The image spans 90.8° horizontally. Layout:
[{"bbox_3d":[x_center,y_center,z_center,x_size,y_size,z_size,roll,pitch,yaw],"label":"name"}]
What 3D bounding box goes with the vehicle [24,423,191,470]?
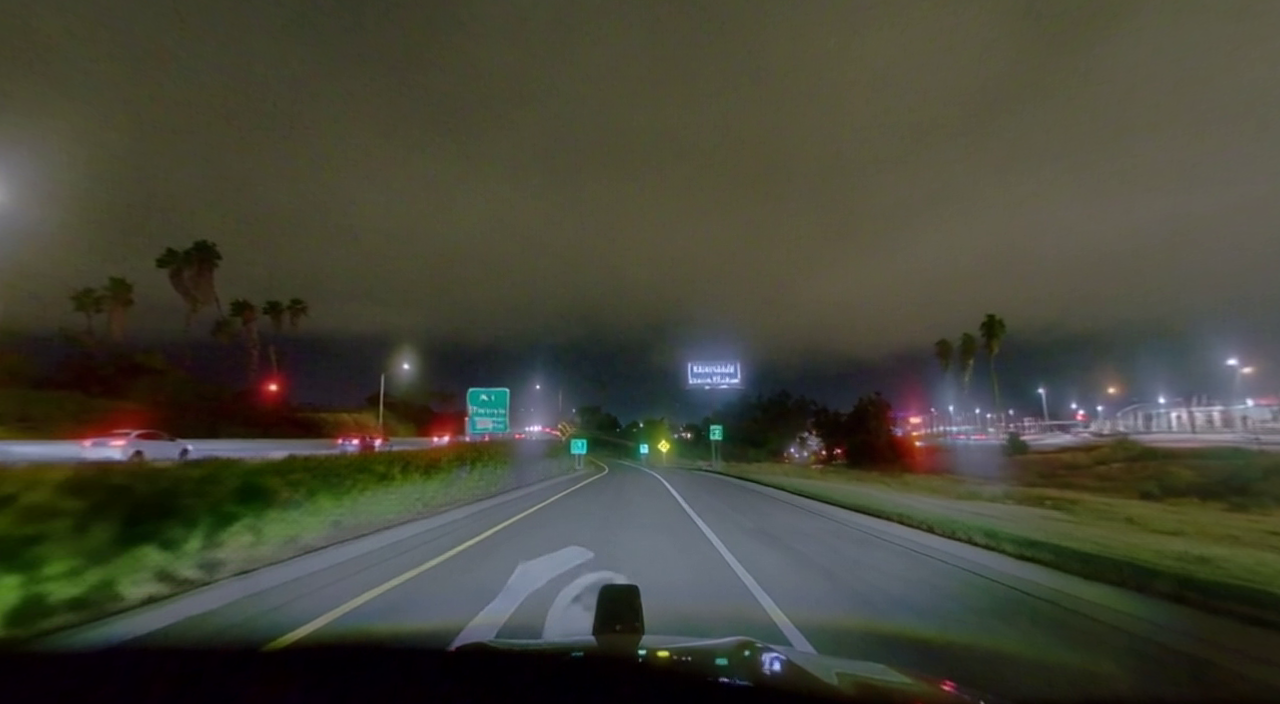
[{"bbox_3d":[-18.328,3.327,22.124,1.931,1.451,4.683,0,-9,-3],"label":"vehicle"}]
